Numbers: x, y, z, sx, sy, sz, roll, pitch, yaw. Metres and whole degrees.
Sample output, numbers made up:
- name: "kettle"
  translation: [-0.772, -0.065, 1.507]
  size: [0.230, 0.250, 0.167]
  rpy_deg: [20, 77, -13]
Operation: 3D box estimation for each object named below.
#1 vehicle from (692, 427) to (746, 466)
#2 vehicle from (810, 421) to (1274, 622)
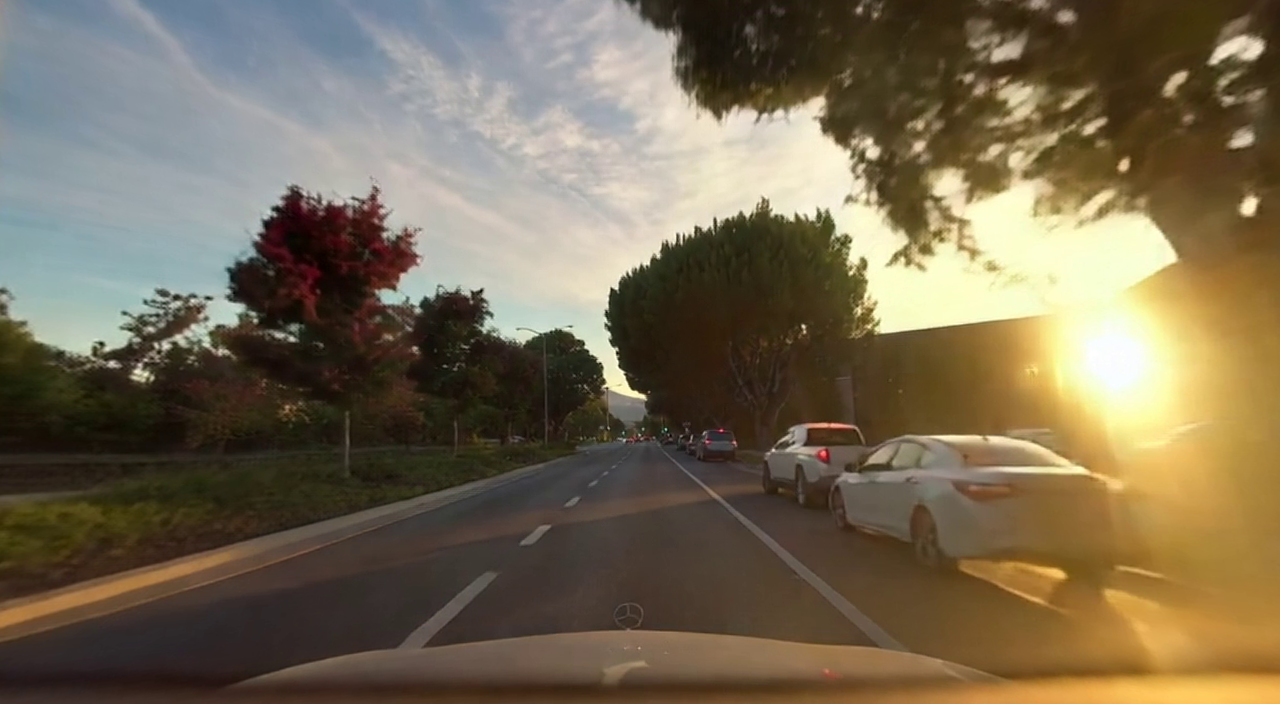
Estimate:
- name: "vehicle"
  translation: [4.161, 5.046, 33.876]
  size: [2.226, 1.889, 4.543]
  rpy_deg: [0, -8, -1]
- name: "vehicle"
  translation: [3.638, 1.587, 7.084]
  size: [2.068, 1.461, 4.653]
  rpy_deg: [0, -8, -1]
